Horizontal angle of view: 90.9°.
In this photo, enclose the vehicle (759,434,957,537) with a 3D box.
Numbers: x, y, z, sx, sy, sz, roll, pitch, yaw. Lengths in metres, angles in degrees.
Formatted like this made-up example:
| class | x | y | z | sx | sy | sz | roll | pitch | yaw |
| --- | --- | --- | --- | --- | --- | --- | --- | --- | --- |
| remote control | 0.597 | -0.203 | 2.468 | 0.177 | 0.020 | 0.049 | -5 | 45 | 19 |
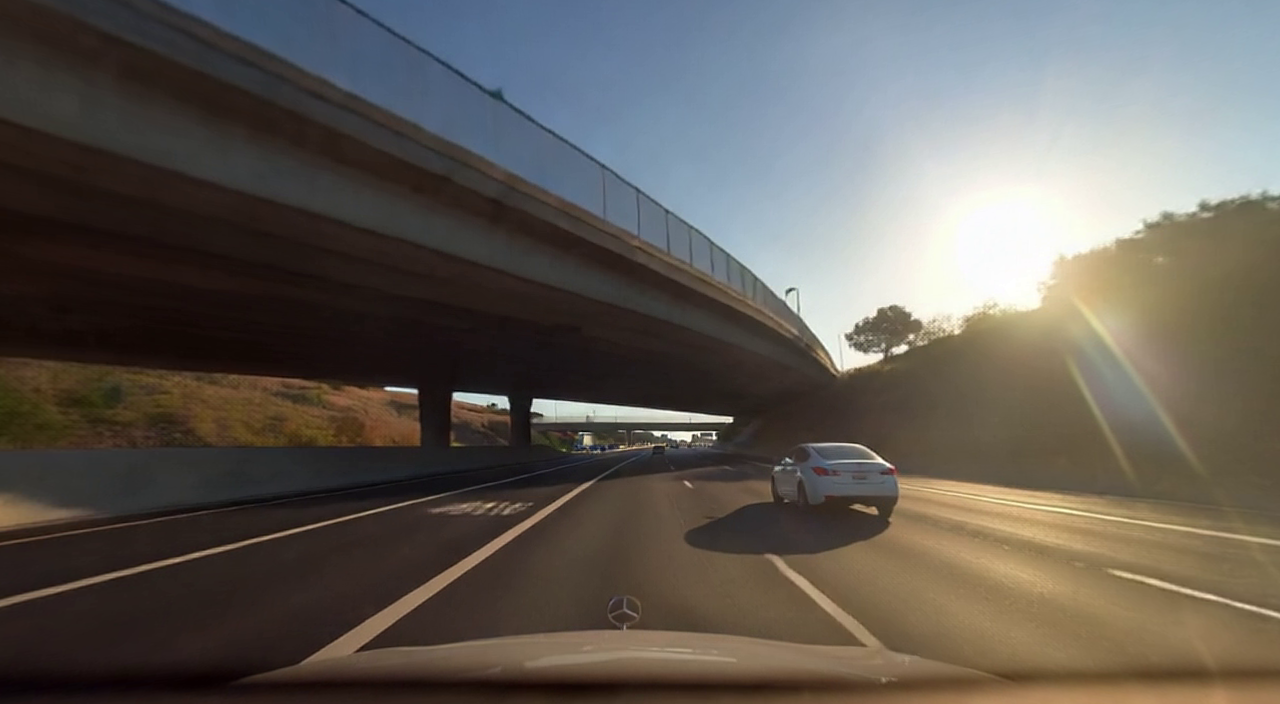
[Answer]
| class | x | y | z | sx | sy | sz | roll | pitch | yaw |
| --- | --- | --- | --- | --- | --- | --- | --- | --- | --- |
| vehicle | 3.670 | 2.330 | 11.716 | 1.999 | 1.492 | 4.673 | 0 | -9 | 0 |
